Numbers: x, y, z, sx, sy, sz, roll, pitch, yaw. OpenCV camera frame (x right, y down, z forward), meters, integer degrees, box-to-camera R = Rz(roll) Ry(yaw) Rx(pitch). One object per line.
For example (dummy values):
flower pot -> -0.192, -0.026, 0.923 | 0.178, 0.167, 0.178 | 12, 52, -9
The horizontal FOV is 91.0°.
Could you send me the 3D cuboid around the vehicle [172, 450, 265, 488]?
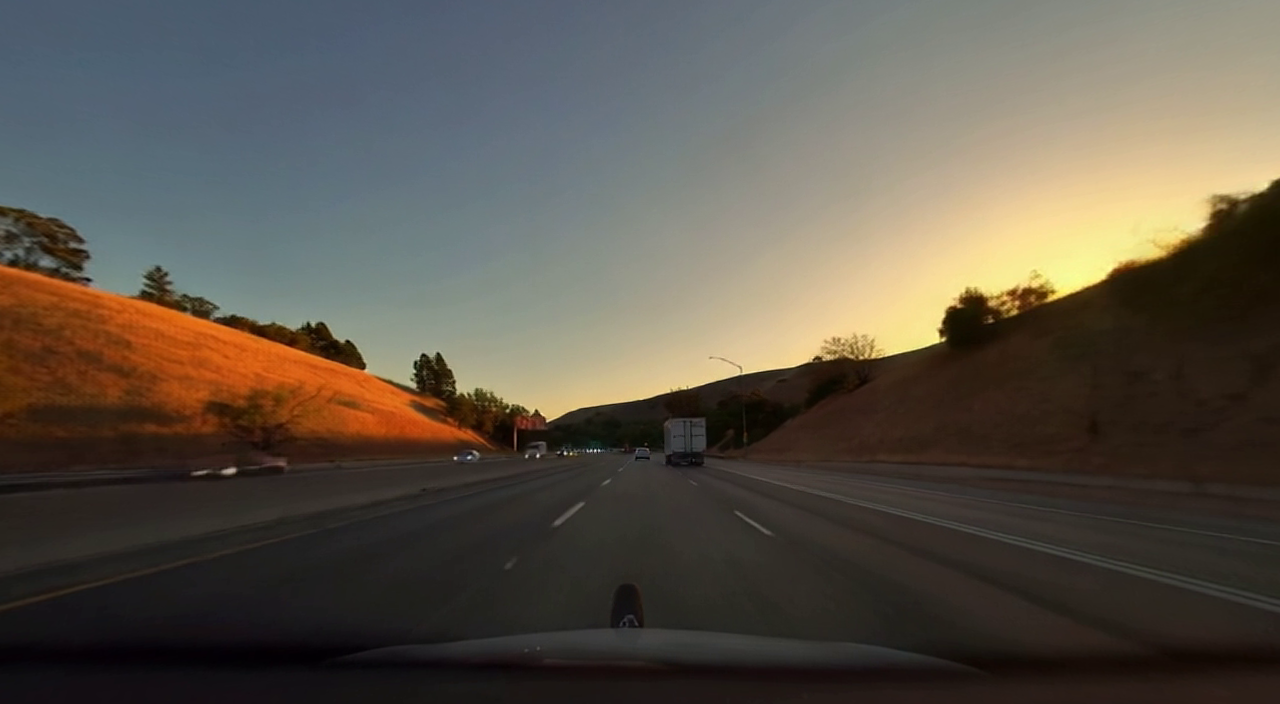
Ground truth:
vehicle -> -20.867, 5.785, 31.401 | 1.834, 1.721, 3.888 | 0, -9, 1
